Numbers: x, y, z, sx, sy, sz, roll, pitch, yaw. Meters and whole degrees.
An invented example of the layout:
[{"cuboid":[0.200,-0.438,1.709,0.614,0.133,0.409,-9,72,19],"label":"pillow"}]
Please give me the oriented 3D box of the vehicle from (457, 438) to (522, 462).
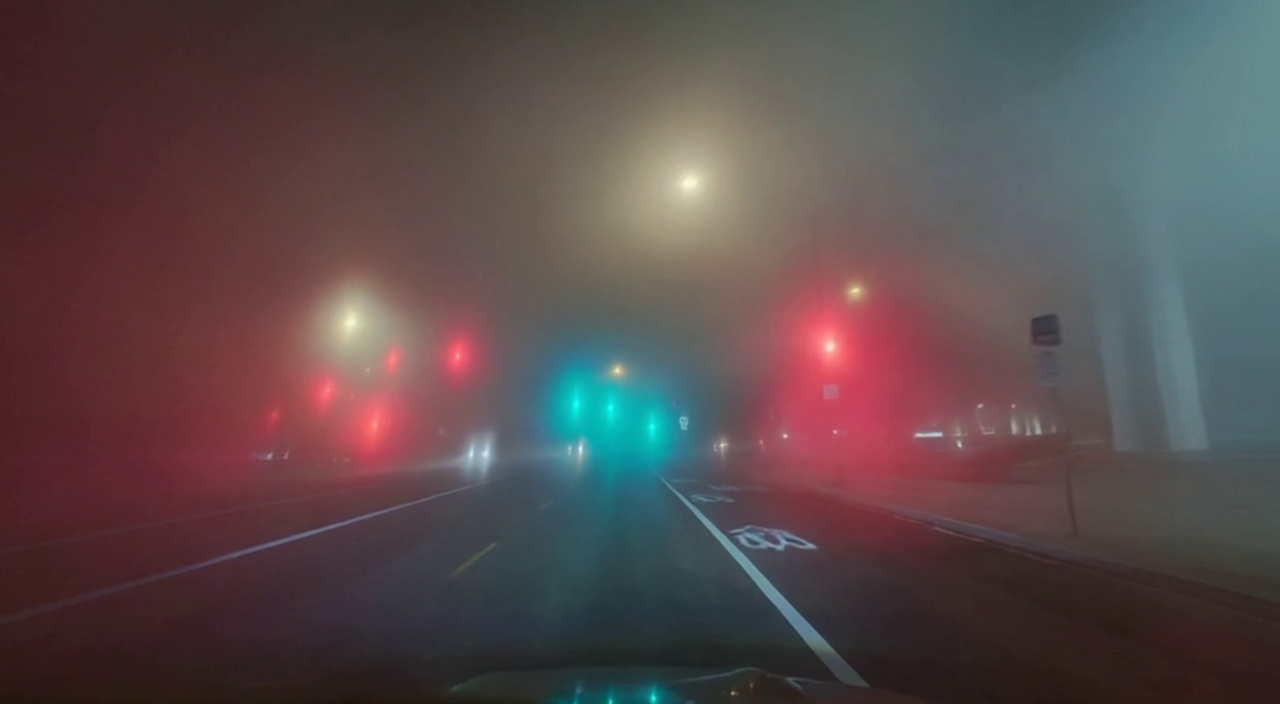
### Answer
[{"cuboid":[-10.642,6.950,45.002,2.111,1.598,4.359,-4,-10,26],"label":"vehicle"}]
